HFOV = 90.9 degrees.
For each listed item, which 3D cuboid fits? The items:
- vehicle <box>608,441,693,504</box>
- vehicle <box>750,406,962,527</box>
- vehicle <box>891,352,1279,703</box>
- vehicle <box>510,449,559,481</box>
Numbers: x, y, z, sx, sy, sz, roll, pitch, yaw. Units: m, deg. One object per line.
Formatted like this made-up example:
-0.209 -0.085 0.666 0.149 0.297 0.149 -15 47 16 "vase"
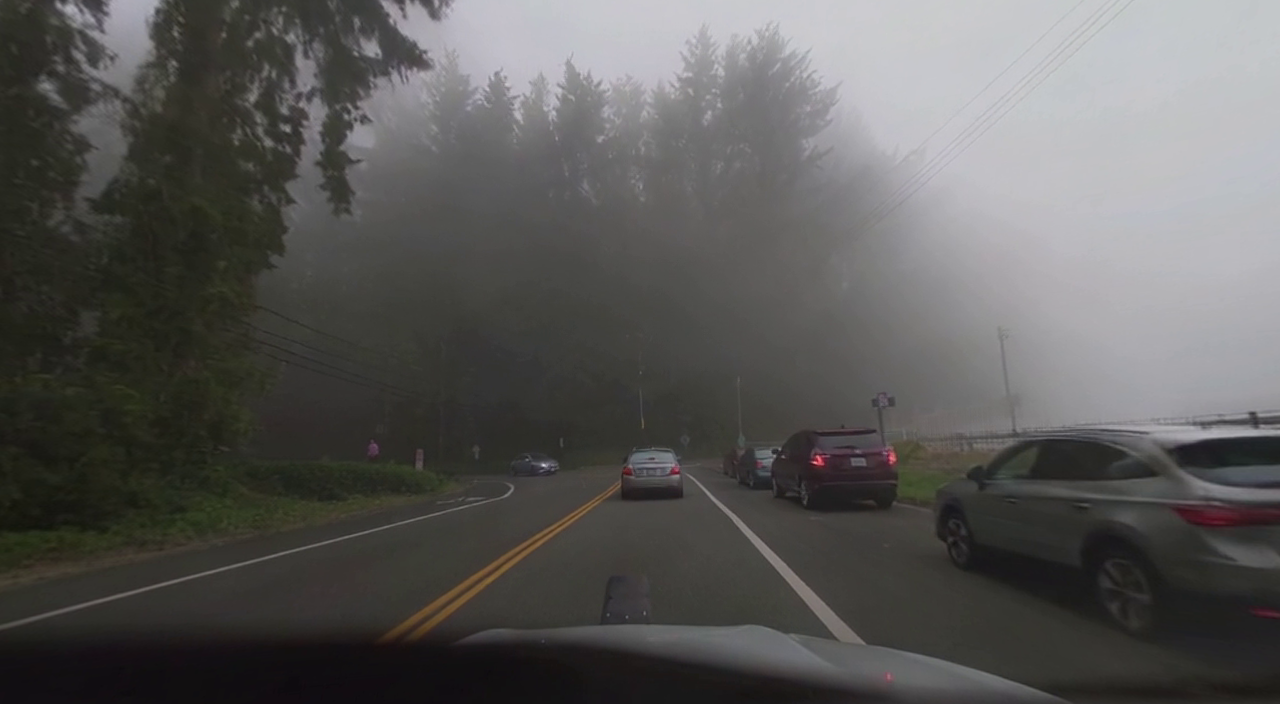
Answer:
0.330 3.258 17.585 2.078 1.521 4.058 0 -8 2 "vehicle"
4.251 2.410 14.003 2.484 2.037 6.362 0 -8 0 "vehicle"
4.138 1.224 5.459 2.093 1.822 4.483 0 -8 1 "vehicle"
-7.338 7.707 43.253 2.131 1.961 4.955 4 -9 -23 "vehicle"
